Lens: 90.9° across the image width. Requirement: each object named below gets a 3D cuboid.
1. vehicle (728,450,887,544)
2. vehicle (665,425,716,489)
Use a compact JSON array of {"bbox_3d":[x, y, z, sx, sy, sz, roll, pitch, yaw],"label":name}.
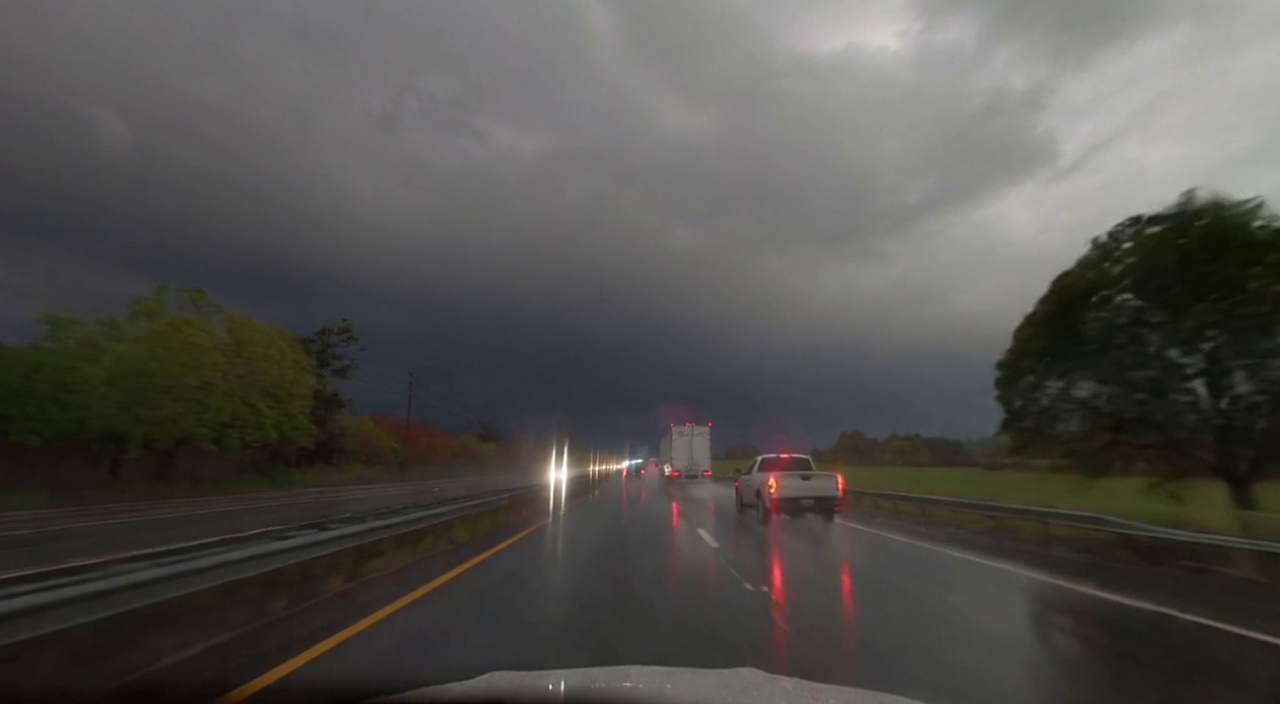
[{"bbox_3d":[3.372,3.061,13.791,2.124,1.662,4.641,1,-10,-1],"label":"vehicle"},{"bbox_3d":[3.581,8.127,48.547,2.863,4.088,14.040,1,-10,0],"label":"vehicle"}]
